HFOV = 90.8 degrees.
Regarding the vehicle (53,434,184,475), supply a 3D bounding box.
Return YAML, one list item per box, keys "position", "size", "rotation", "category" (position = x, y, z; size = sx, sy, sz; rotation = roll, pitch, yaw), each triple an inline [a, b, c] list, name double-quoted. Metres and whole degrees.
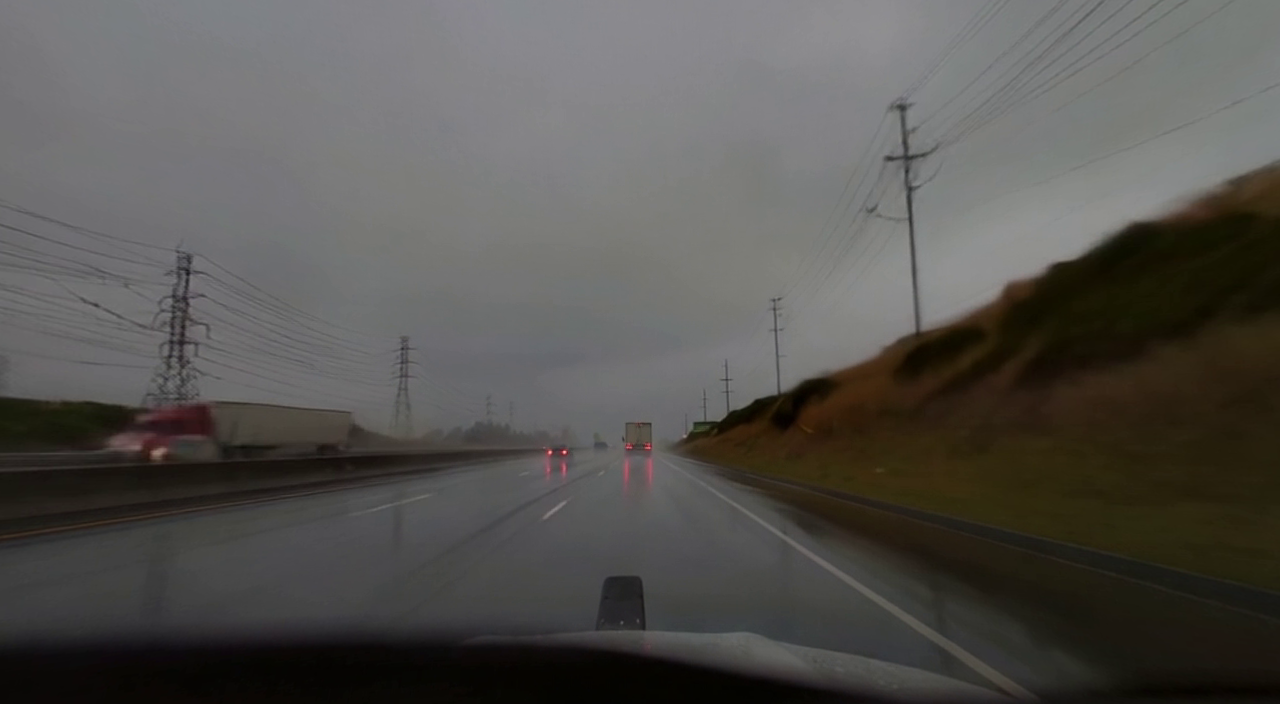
- position: [-22.891, 4.515, 27.977]
  size: [1.946, 1.647, 4.495]
  rotation: [0, -9, 1]
  category: "vehicle"
